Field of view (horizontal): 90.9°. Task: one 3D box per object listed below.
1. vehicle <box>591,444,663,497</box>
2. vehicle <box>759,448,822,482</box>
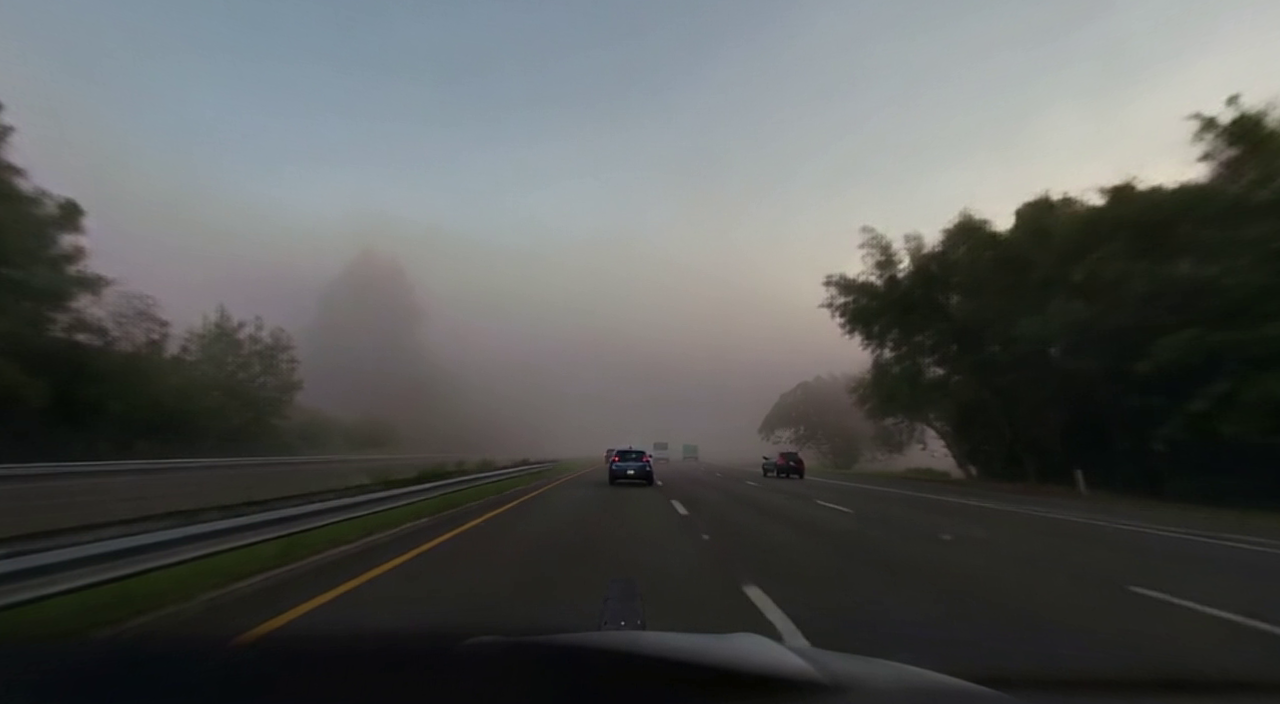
[{"bbox_3d":[-0.429,3.690,20.028,2.053,1.483,4.185,0,-9,-2],"label":"vehicle"},{"bbox_3d":[6.985,5.252,29.611,1.926,1.483,3.528,0,-9,-2],"label":"vehicle"}]
